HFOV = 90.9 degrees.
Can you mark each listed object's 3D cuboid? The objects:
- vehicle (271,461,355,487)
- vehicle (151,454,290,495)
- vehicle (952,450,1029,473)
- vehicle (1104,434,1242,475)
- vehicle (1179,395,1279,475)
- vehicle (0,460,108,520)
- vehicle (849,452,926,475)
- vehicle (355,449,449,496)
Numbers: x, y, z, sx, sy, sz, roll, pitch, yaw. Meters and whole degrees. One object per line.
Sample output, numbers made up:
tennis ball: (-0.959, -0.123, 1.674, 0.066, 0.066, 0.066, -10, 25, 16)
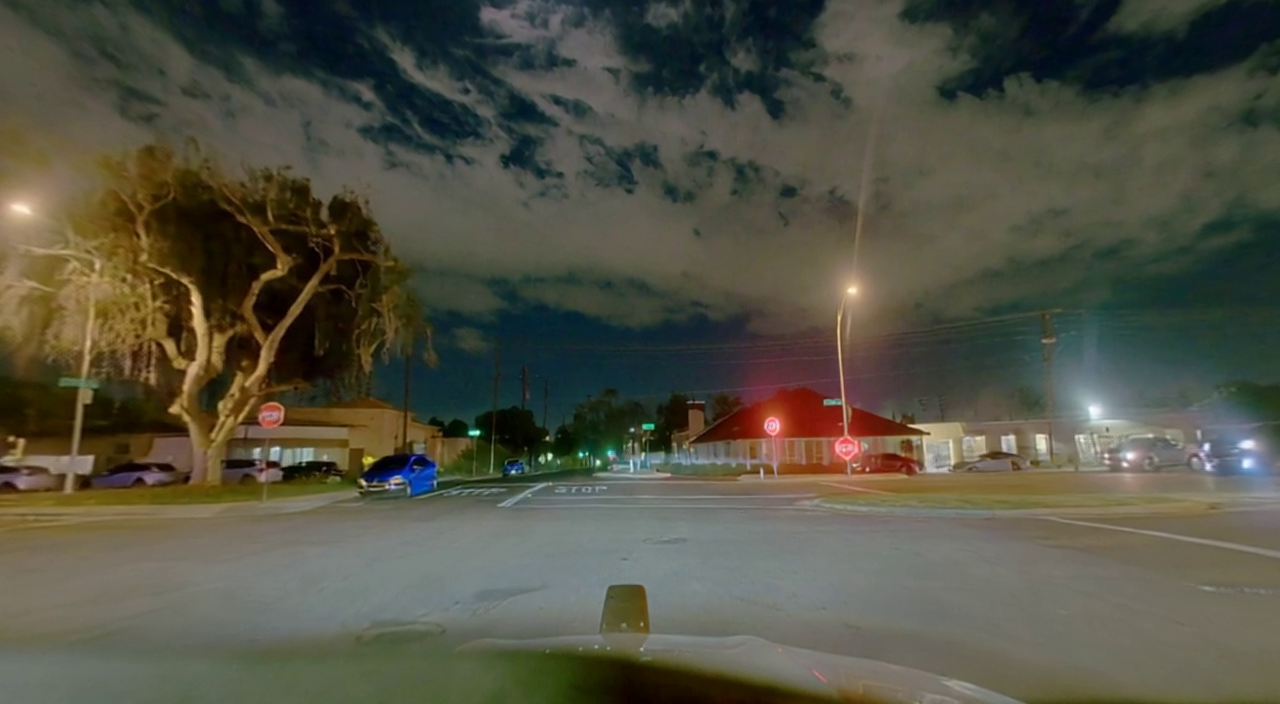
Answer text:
vehicle: (-21.053, 7.864, 40.710, 4.277, 1.527, 1.987, 0, -9, -4)
vehicle: (-18.363, 5.315, 27.832, 2.010, 1.583, 4.582, -6, -11, 33)
vehicle: (24.534, 7.642, 44.178, 4.323, 1.507, 1.896, 1, -9, -5)
vehicle: (28.253, 5.416, 33.530, 5.277, 2.032, 2.408, 1, -7, -5)
vehicle: (32.579, 4.024, 30.577, 10.986, 3.604, 2.707, 1, -9, -7)
vehicle: (-16.974, 3.612, 16.712, 4.233, 1.432, 1.755, -1, -9, 4)
vehicle: (17.085, 7.676, 43.603, 4.528, 1.458, 1.939, 1, -7, -6)
vehicle: (-9.199, 4.658, 24.882, 2.156, 1.620, 4.945, 0, -9, -5)
